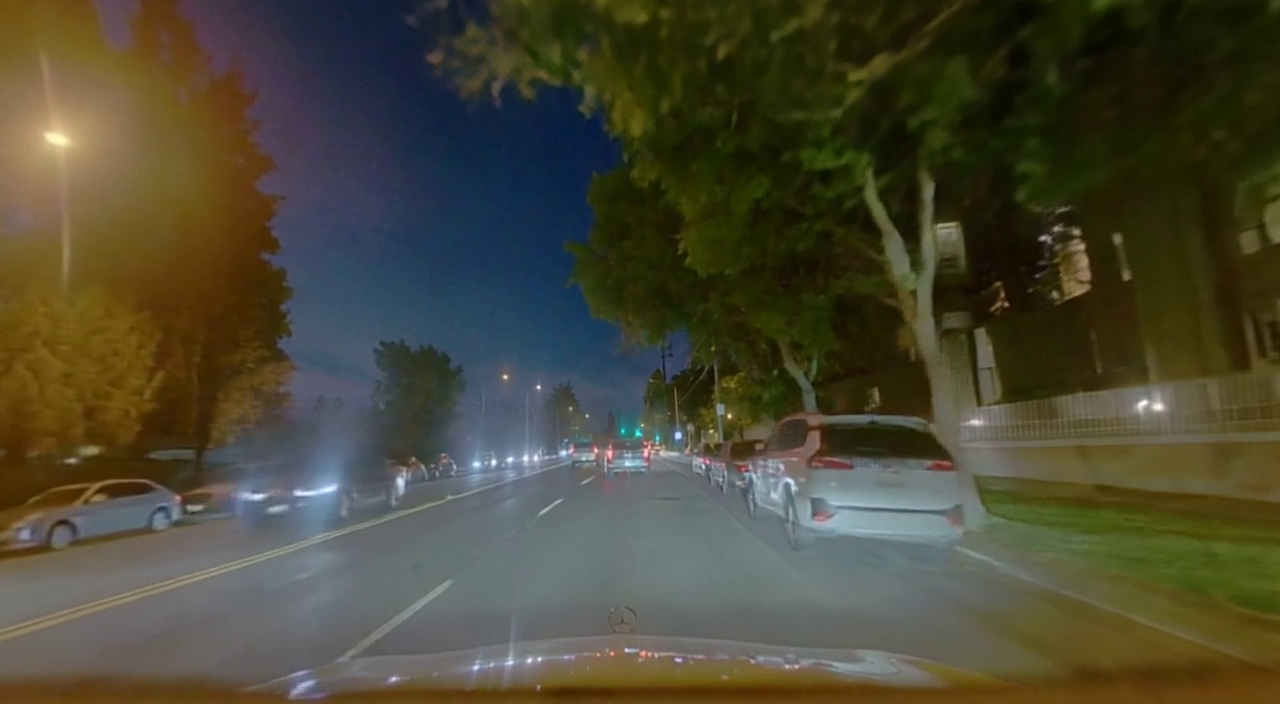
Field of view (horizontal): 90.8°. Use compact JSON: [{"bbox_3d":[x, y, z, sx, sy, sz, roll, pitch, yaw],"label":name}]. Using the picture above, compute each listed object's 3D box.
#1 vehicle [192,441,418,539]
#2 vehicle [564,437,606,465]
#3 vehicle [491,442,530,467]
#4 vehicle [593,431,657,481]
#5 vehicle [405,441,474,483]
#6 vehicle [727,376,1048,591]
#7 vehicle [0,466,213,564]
[{"bbox_3d":[-6.404,2.627,12.920,1.998,1.518,4.817,-2,-8,0],"label":"vehicle"},{"bbox_3d":[-3.099,5.667,36.412,2.117,1.528,4.277,0,-8,-1],"label":"vehicle"},{"bbox_3d":[-9.213,7.311,45.190,1.918,1.648,4.163,0,-8,0],"label":"vehicle"},{"bbox_3d":[-0.488,3.641,22.453,2.041,1.575,4.304,0,-8,0],"label":"vehicle"},{"bbox_3d":[-12.208,6.690,38.870,2.264,2.010,5.742,-5,-7,0],"label":"vehicle"},{"bbox_3d":[2.504,1.477,7.929,2.119,1.884,4.567,0,-8,0],"label":"vehicle"},{"bbox_3d":[-12.088,3.446,13.945,2.047,1.497,4.949,-4,-8,-2],"label":"vehicle"}]
